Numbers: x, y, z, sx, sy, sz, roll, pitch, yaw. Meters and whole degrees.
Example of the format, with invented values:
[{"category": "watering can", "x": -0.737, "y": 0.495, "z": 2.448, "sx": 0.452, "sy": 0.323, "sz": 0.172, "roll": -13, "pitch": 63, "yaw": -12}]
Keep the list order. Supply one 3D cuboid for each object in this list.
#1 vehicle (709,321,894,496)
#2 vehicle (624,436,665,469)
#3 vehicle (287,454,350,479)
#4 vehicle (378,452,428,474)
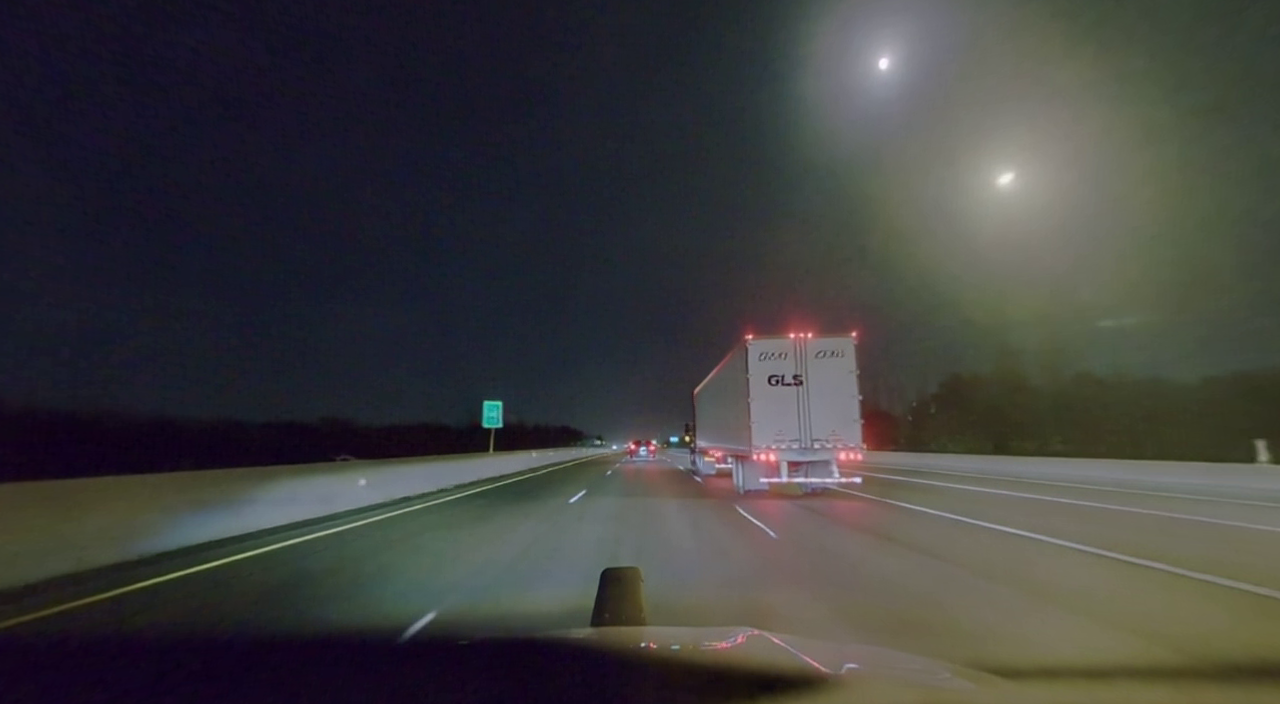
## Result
[{"category": "vehicle", "x": 4.272, "y": 2.021, "z": 19.746, "sx": 3.014, "sy": 4.068, "sz": 10.359, "roll": 0, "pitch": -8, "yaw": 0}, {"category": "vehicle", "x": 0.255, "y": 5.326, "z": 33.549, "sx": 2.050, "sy": 1.654, "sz": 4.192, "roll": 0, "pitch": -8, "yaw": 0}, {"category": "vehicle", "x": -20.732, "y": 7.358, "z": 40.733, "sx": 1.853, "sy": 1.463, "sz": 4.132, "roll": 0, "pitch": -8, "yaw": 0}, {"category": "vehicle", "x": -17.236, "y": 8.059, "z": 46.030, "sx": 1.816, "sy": 1.454, "sz": 4.458, "roll": 0, "pitch": -8, "yaw": 1}]
